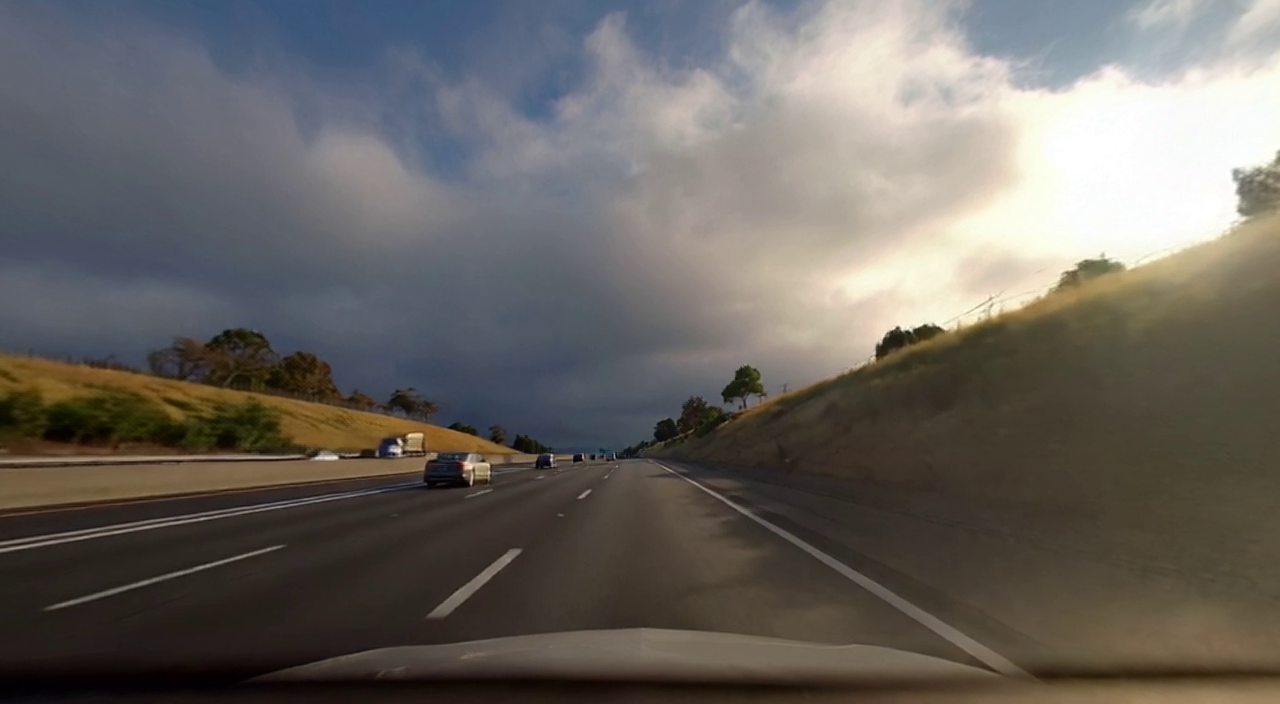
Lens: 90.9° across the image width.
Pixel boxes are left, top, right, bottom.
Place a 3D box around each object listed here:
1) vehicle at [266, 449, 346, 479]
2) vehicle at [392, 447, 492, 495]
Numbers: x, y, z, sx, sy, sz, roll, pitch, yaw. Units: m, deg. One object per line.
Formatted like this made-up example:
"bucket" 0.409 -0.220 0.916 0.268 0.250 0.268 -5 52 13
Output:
"vehicle" -18.191 6.094 34.596 1.885 1.505 4.690 0 -9 0
"vehicle" -6.820 4.115 22.259 2.015 1.483 4.626 0 -9 0
